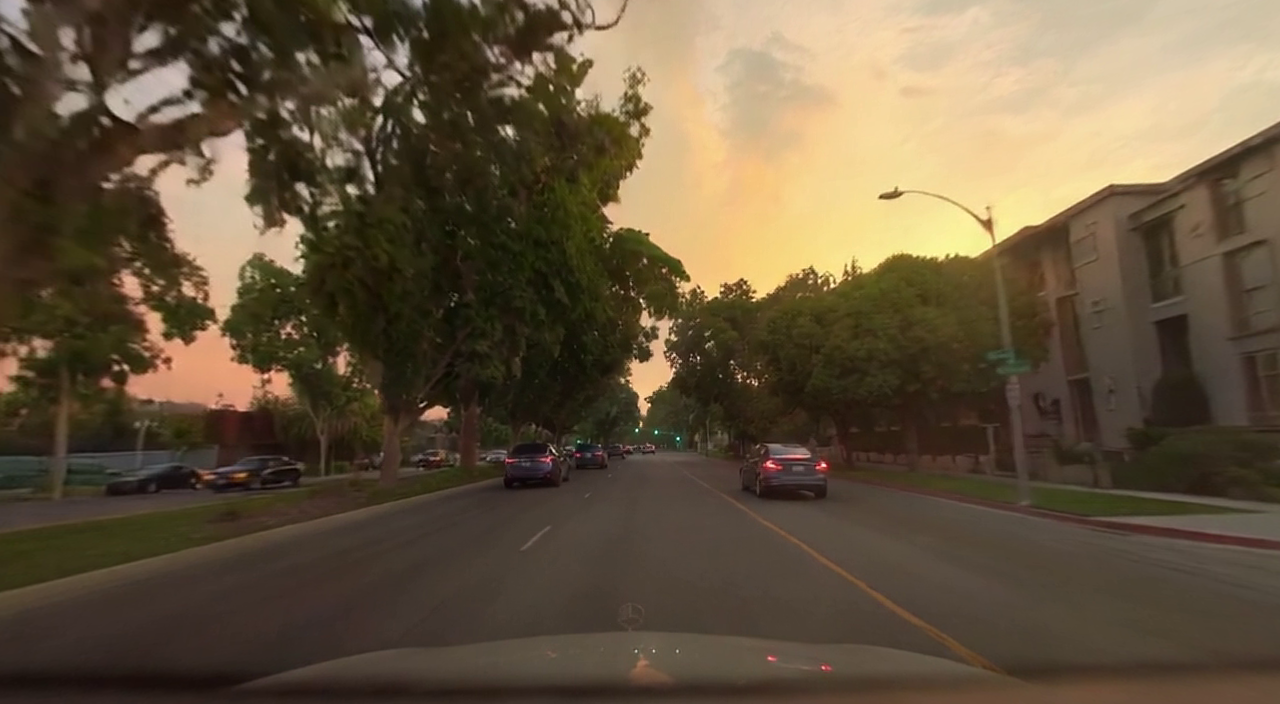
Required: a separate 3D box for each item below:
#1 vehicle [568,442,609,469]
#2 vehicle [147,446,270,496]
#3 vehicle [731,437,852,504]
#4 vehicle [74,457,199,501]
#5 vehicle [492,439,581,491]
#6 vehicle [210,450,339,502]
[{"bbox_3d":[-3.026,6.196,37.779,1.988,1.497,4.404,0,-8,2],"label":"vehicle"},{"bbox_3d":[-18.920,5.177,27.964,2.032,1.989,4.727,0,-8,1],"label":"vehicle"},{"bbox_3d":[3.721,3.003,16.408,2.010,1.486,4.498,0,-8,0],"label":"vehicle"},{"bbox_3d":[-22.638,5.686,28.615,1.960,1.698,4.446,0,-8,0],"label":"vehicle"},{"bbox_3d":[-3.200,3.604,20.417,2.053,1.480,4.381,0,-8,1],"label":"vehicle"},{"bbox_3d":[-12.132,4.093,21.291,1.817,1.547,4.220,0,-9,0],"label":"vehicle"}]
